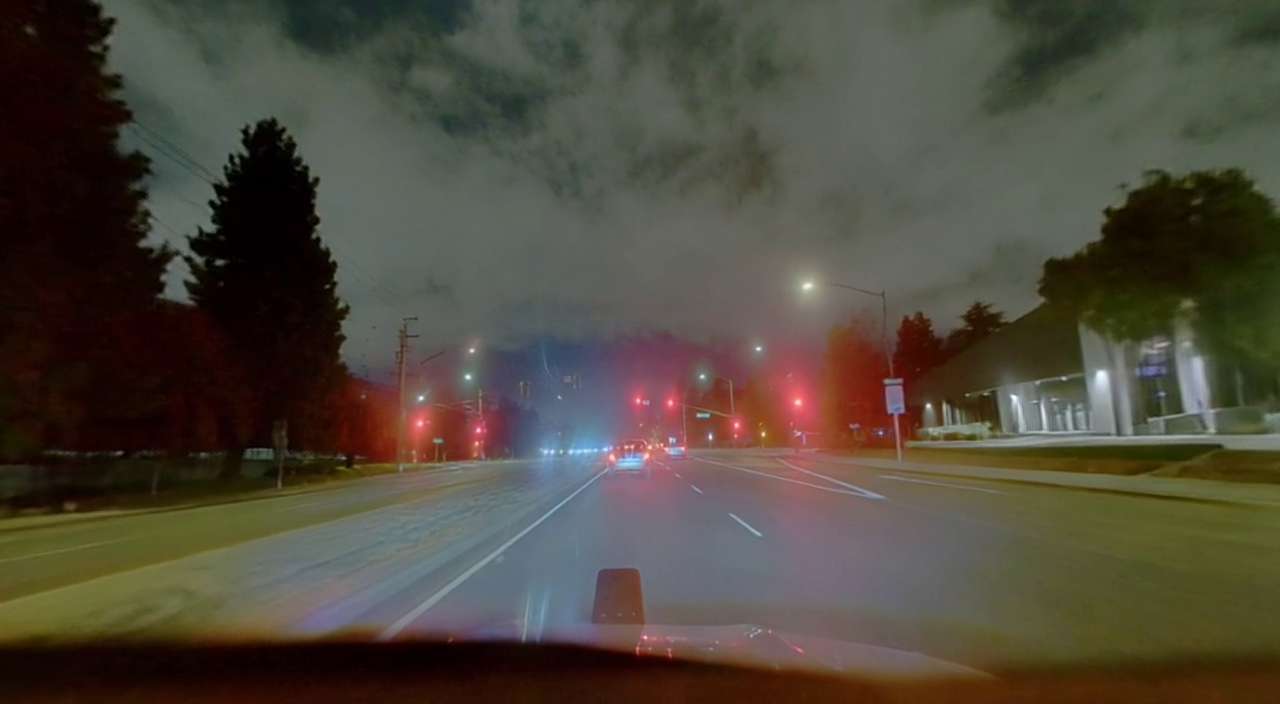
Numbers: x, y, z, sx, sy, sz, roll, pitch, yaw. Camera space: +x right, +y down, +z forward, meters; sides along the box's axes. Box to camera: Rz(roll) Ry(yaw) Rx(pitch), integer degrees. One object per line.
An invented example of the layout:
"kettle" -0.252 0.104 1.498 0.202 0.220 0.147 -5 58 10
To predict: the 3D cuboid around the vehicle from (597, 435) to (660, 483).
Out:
"vehicle" -0.411 4.013 23.948 2.181 1.639 4.127 0 -8 0
